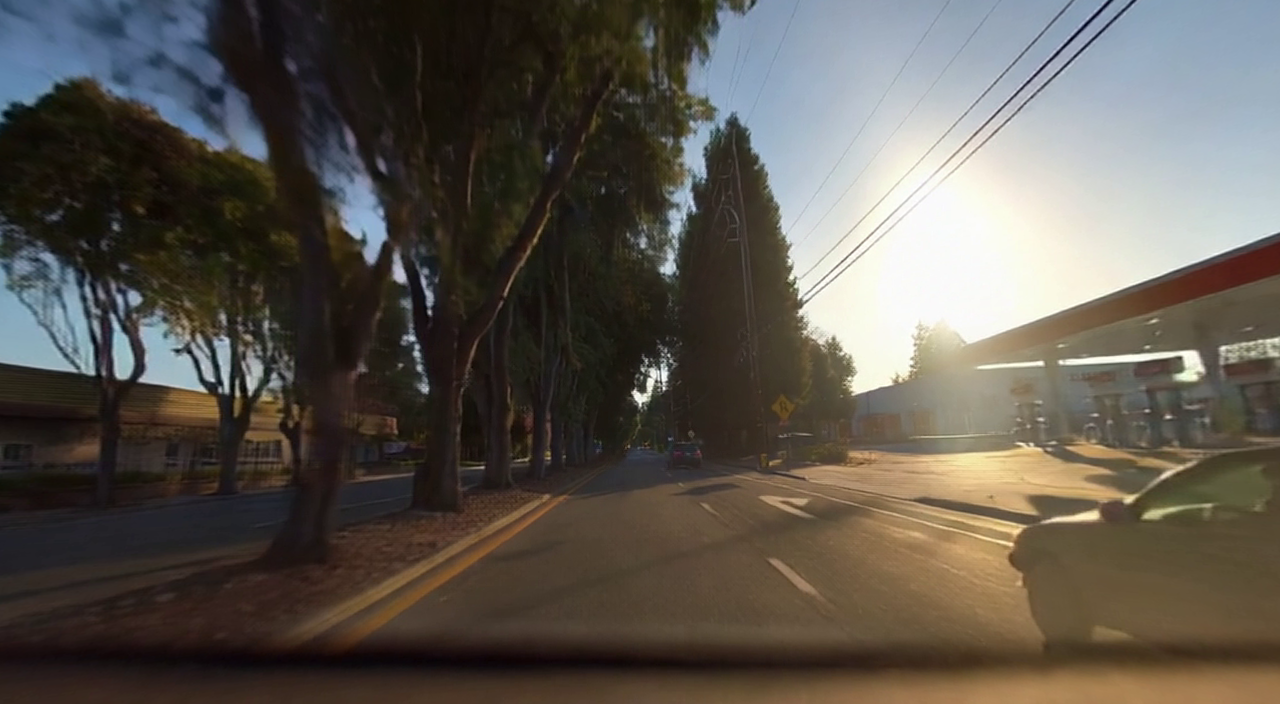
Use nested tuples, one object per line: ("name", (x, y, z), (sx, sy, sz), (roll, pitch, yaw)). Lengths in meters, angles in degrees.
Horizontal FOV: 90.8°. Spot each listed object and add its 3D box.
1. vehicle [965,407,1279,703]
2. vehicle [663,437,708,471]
("vehicle", (3.554, 0.980, 2.641), (2.061, 1.475, 4.296), (0, -9, 0))
("vehicle", (2.568, 5.972, 37.103), (2.115, 1.840, 4.777), (0, -9, -2))
